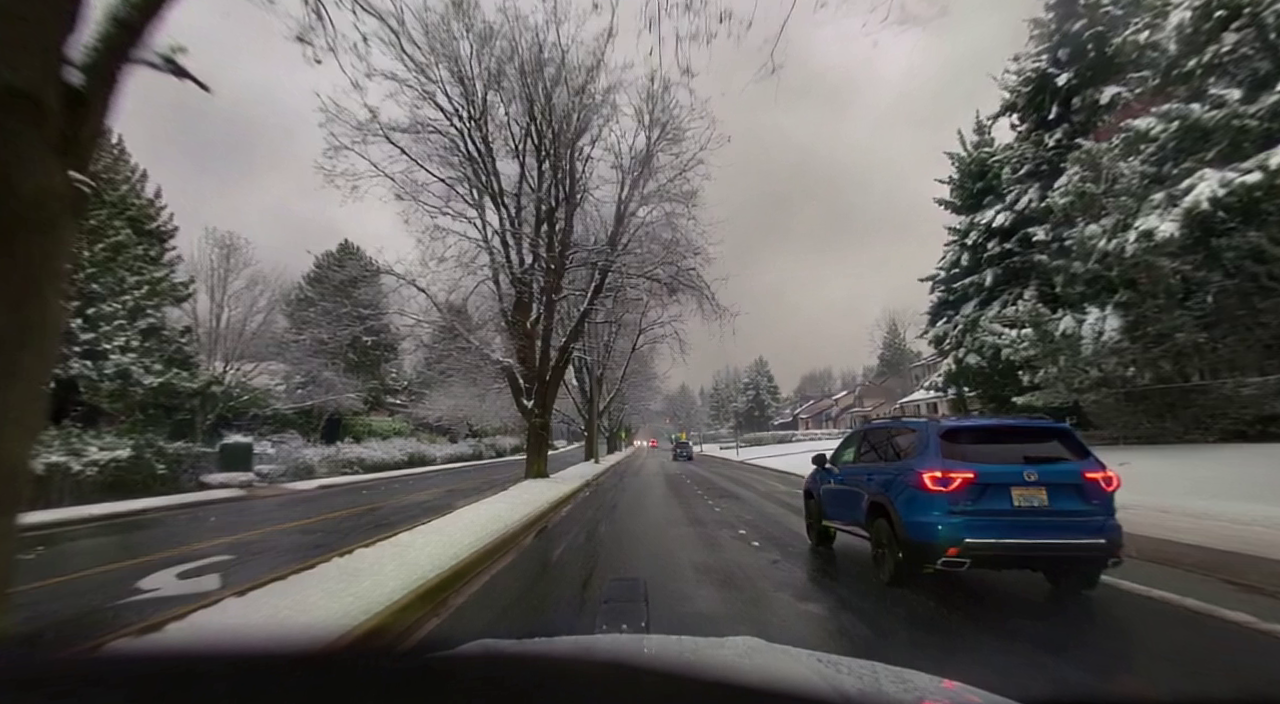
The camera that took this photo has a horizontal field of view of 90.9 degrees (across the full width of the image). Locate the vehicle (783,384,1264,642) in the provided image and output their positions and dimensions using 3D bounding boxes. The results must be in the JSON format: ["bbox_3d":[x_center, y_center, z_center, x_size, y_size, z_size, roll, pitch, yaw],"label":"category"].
[{"bbox_3d":[3.183,1.448,6.747,2.180,1.773,4.639,0,-8,0],"label":"vehicle"}]
